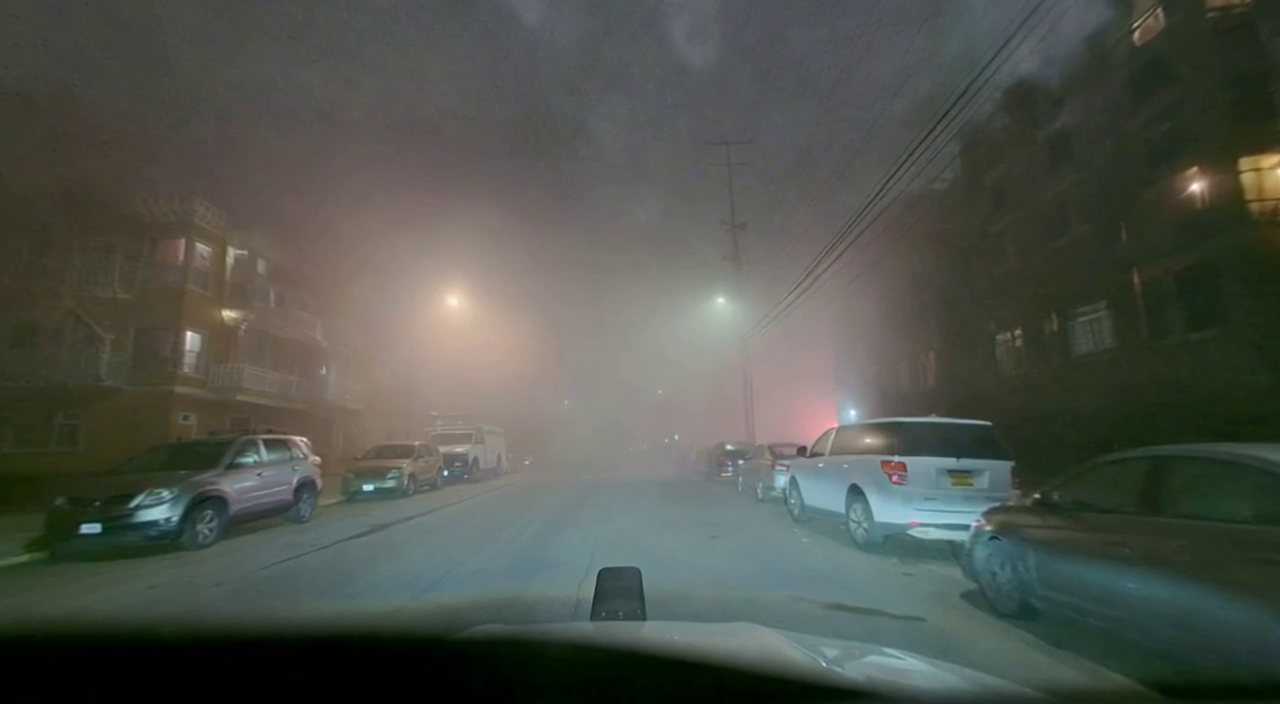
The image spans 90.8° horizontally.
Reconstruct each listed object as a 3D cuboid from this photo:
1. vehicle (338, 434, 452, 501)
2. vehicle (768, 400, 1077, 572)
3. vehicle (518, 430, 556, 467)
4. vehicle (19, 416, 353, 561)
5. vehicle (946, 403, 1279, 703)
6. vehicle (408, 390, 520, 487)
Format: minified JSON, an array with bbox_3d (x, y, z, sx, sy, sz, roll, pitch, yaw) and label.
[{"bbox_3d":[-7.747,3.699,20.494,1.955,1.804,4.523,-3,-9,-1],"label":"vehicle"},{"bbox_3d":[3.651,1.842,9.476,2.185,1.888,4.724,0,-9,-4],"label":"vehicle"},{"bbox_3d":[-7.213,6.818,44.516,1.889,2.463,4.142,0,-9,1],"label":"vehicle"},{"bbox_3d":[-7.592,2.283,11.566,2.209,2.003,5.270,0,-8,-1],"label":"vehicle"},{"bbox_3d":[3.799,1.067,3.127,2.051,1.550,4.938,0,-9,0],"label":"vehicle"},{"bbox_3d":[-7.542,3.866,28.013,2.901,3.610,6.707,-3,-9,1],"label":"vehicle"}]
